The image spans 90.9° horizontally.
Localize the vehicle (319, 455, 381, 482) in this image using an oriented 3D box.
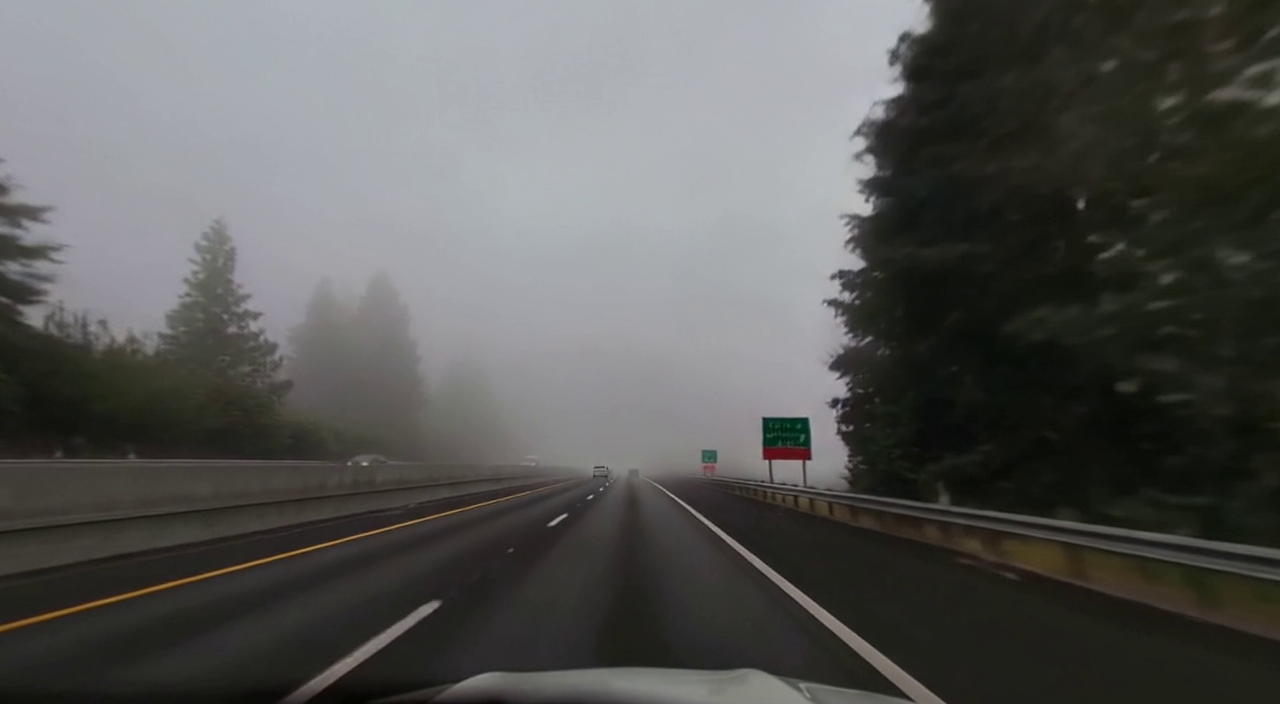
[{"bbox_3d":[-16.733,6.749,36.528,1.731,1.446,3.733,1,-10,0],"label":"vehicle"}]
